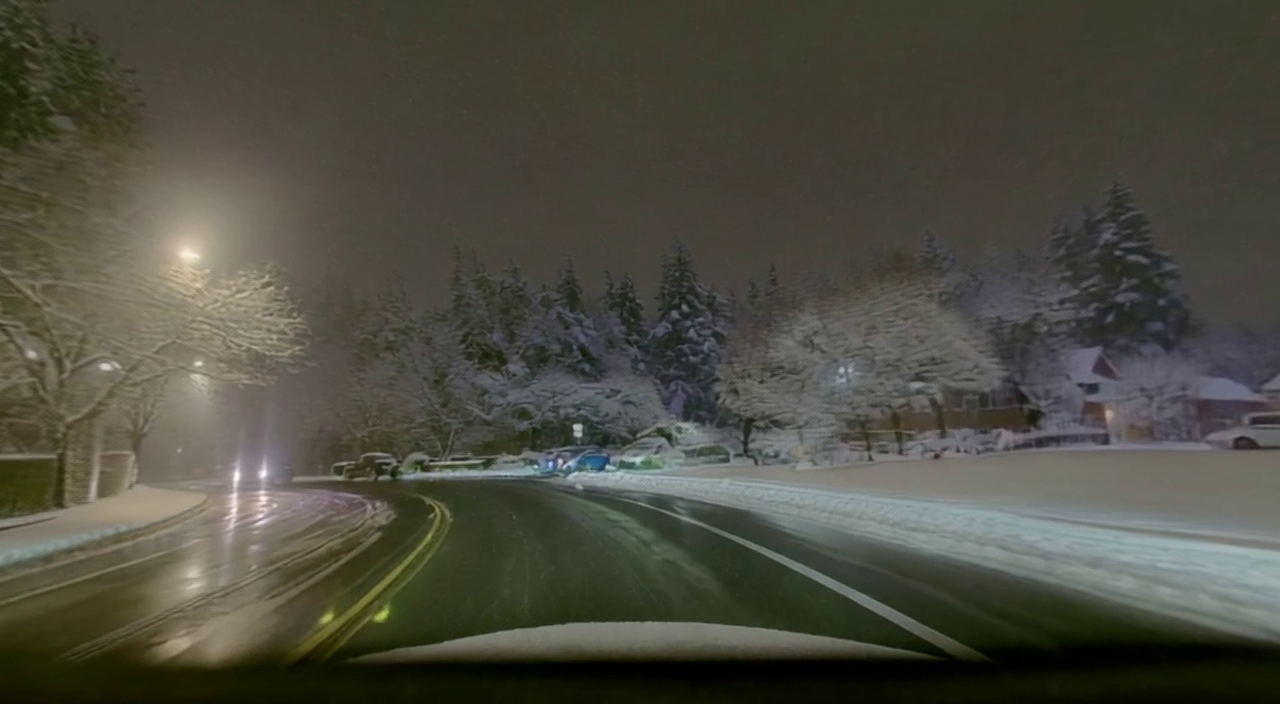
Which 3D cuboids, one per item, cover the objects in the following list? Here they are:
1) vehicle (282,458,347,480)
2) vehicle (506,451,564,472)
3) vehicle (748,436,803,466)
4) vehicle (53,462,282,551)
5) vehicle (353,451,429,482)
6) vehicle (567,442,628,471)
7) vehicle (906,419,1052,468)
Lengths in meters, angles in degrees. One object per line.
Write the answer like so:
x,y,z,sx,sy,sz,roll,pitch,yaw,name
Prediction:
-24.544,8.779,47.636,4.611,1.519,2.053,-5,-10,28,vehicle
-7.947,8.333,48.153,2.036,1.517,4.225,-6,-10,30,vehicle
8.407,6.046,38.900,1.900,1.711,4.666,-5,-10,30,vehicle
-11.405,3.683,16.185,2.772,1.161,7.241,0,-6,-21,vehicle
-16.489,7.505,41.726,5.202,1.817,2.042,-5,-9,36,vehicle
-3.010,7.518,45.738,2.229,1.723,4.372,-4,-6,32,vehicle
12.063,3.308,22.681,4.308,1.433,1.871,-7,-7,28,vehicle
